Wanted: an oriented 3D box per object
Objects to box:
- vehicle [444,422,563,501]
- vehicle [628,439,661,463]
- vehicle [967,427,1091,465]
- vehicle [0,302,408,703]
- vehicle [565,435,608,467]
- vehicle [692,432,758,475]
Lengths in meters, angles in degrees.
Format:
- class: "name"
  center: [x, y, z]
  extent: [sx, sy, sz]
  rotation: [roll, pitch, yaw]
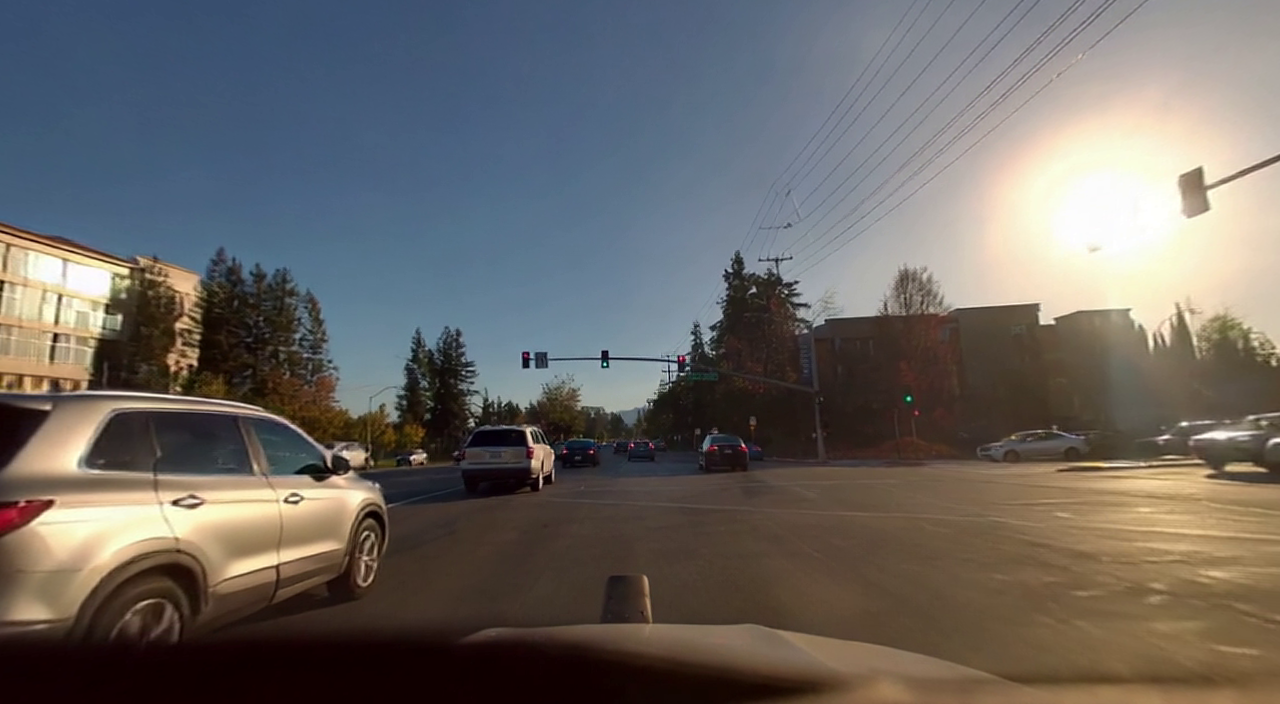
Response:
- class: "vehicle"
  center: [-3.292, 2.750, 16.155]
  extent: [1.958, 1.744, 4.315]
  rotation: [0, -8, 2]
- class: "vehicle"
  center: [0.341, 6.815, 43.532]
  extent: [2.185, 1.515, 4.215]
  rotation: [0, -8, 1]
- class: "vehicle"
  center: [17.285, 4.212, 28.207]
  extent: [4.119, 1.574, 2.028]
  rotation: [-1, -9, 5]
- class: "vehicle"
  center: [-3.211, 0.924, 3.521]
  extent: [2.127, 1.754, 4.287]
  rotation: [0, -8, 1]
- class: "vehicle"
  center: [-2.925, 5.550, 35.434]
  extent: [1.900, 1.677, 4.128]
  rotation: [0, -8, 2]
- class: "vehicle"
  center: [3.614, 4.452, 27.783]
  extent: [2.201, 1.734, 4.564]
  rotation: [0, -8, -1]
